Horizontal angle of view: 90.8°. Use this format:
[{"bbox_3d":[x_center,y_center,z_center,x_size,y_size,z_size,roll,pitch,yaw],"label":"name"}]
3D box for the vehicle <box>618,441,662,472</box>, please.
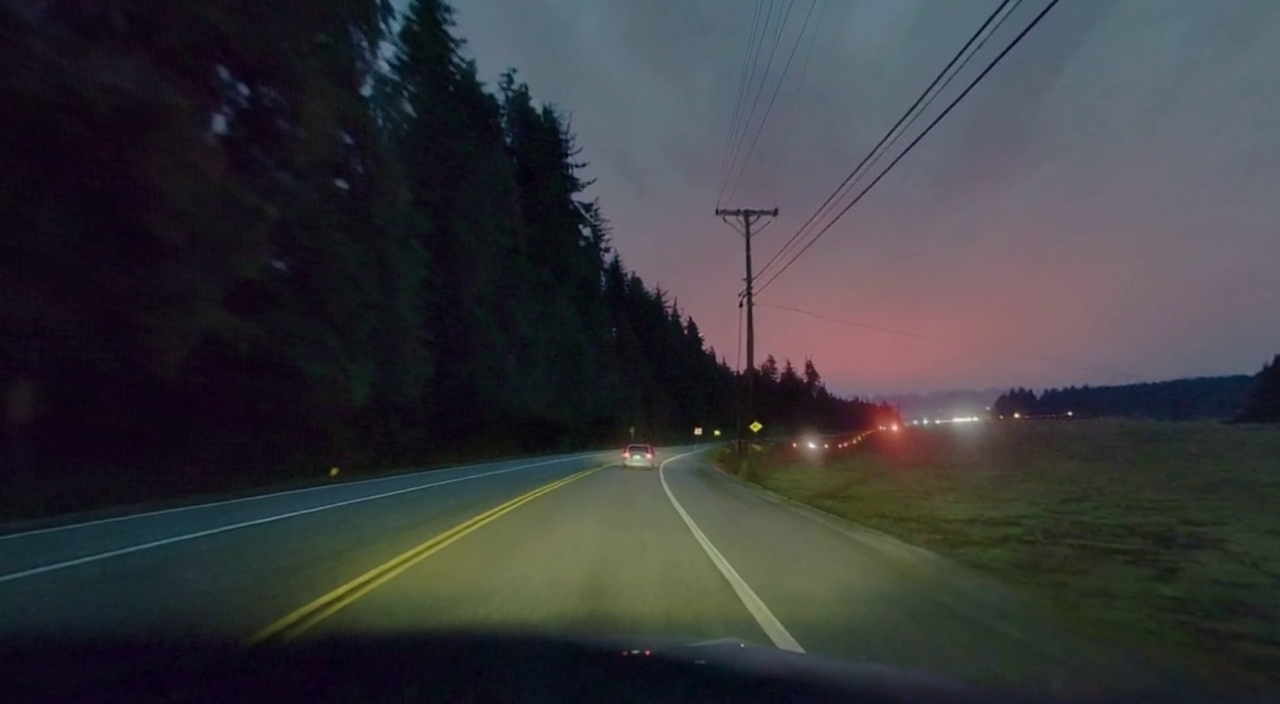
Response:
[{"bbox_3d":[0.081,5.524,33.479,2.059,1.524,3.963,-1,-9,4],"label":"vehicle"}]
